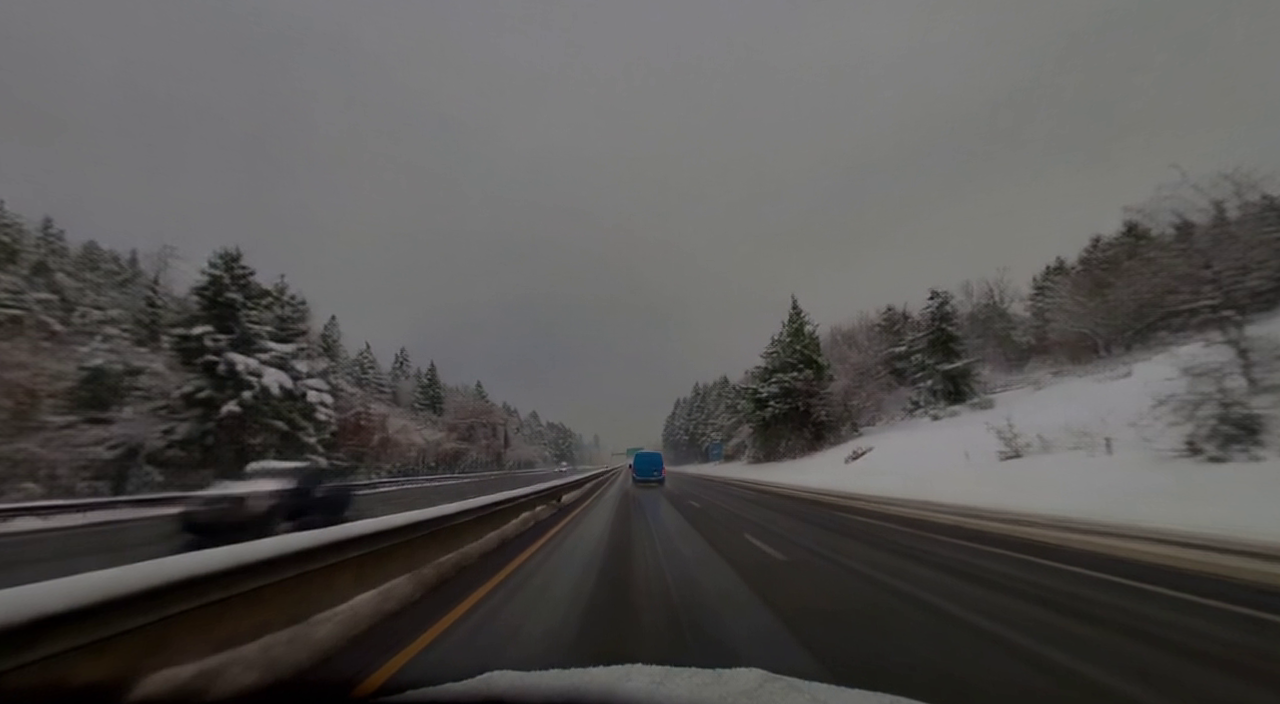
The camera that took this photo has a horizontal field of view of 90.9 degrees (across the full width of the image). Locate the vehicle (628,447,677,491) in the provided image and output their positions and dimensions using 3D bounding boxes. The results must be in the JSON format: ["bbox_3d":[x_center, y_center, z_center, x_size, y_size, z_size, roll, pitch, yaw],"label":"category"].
[{"bbox_3d":[0.608,6.408,34.508,2.429,2.167,4.558,1,-11,-2],"label":"vehicle"}]

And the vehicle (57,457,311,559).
[{"bbox_3d":[-8.172,2.812,11.868,1.856,1.540,3.882,1,-11,-1],"label":"vehicle"}]
